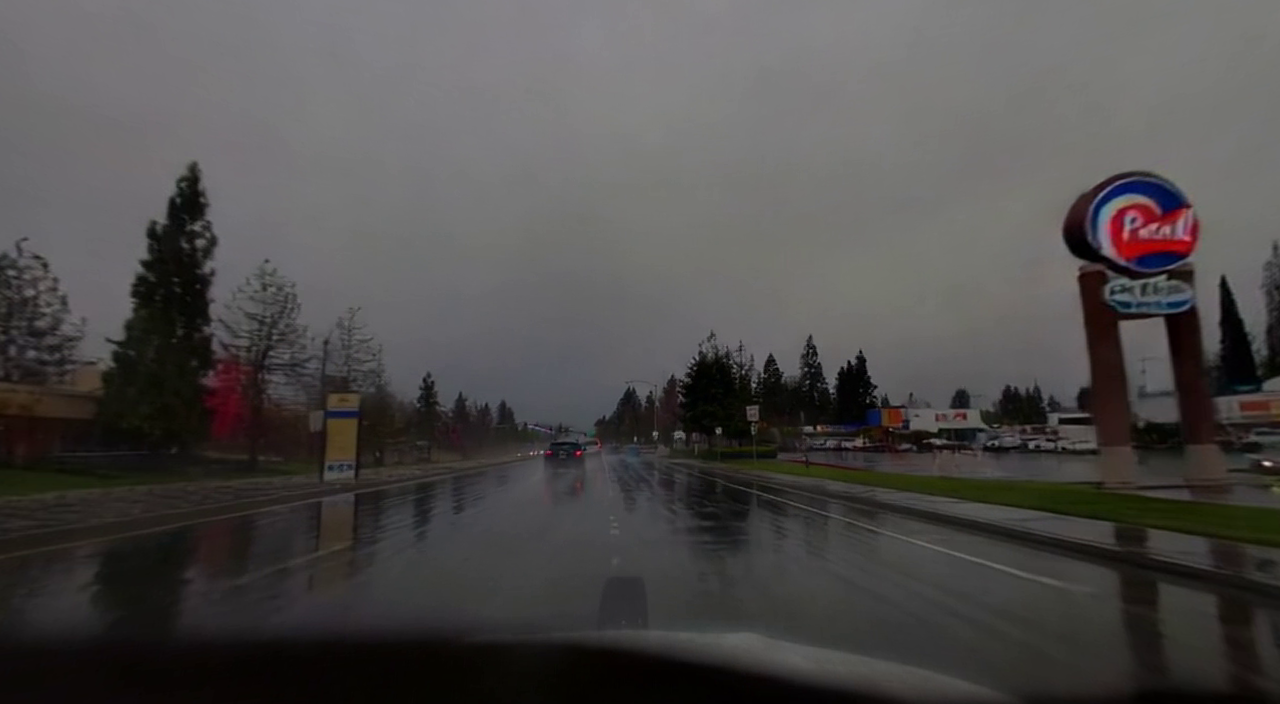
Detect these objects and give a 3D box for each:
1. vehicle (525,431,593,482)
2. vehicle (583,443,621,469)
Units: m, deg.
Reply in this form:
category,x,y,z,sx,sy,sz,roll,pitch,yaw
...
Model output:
category,x,y,z,sx,sy,sz,roll,pitch,yaw
vehicle,-3.199,4.267,26.006,2.222,1.899,5.006,0,-8,-1
vehicle,-2.334,6.174,37.423,2.113,1.446,4.309,1,-8,-5
